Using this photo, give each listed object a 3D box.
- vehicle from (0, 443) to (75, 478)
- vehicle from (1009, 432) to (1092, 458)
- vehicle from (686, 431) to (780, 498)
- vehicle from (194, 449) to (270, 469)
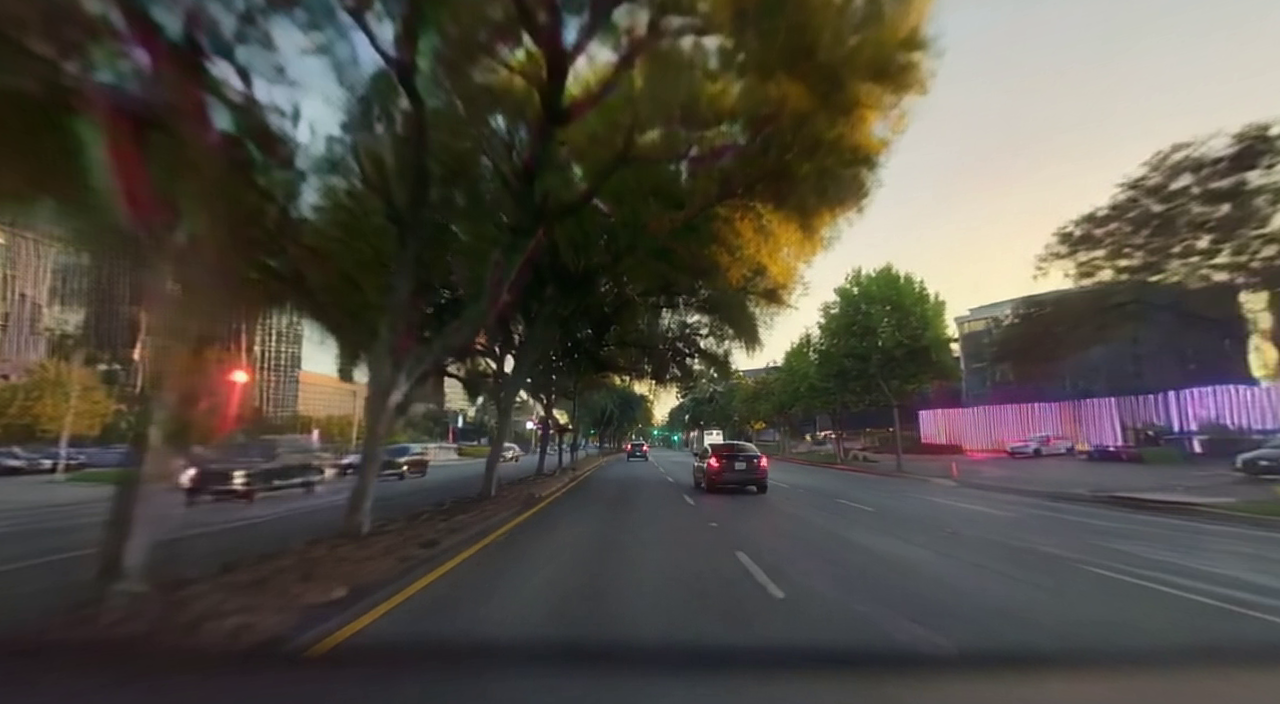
[{"bbox_3d":[-29.546,5.064,29.412,4.545,1.531,1.947,-2,-9,0],"label":"vehicle"},{"bbox_3d":[32.080,7.262,49.452,4.867,1.962,2.172,0,-8,0],"label":"vehicle"},{"bbox_3d":[2.528,3.189,18.316,1.963,1.677,4.229,0,-8,-2],"label":"vehicle"},{"bbox_3d":[-29.543,7.755,45.810,4.215,1.415,1.843,0,-8,-1],"label":"vehicle"}]
